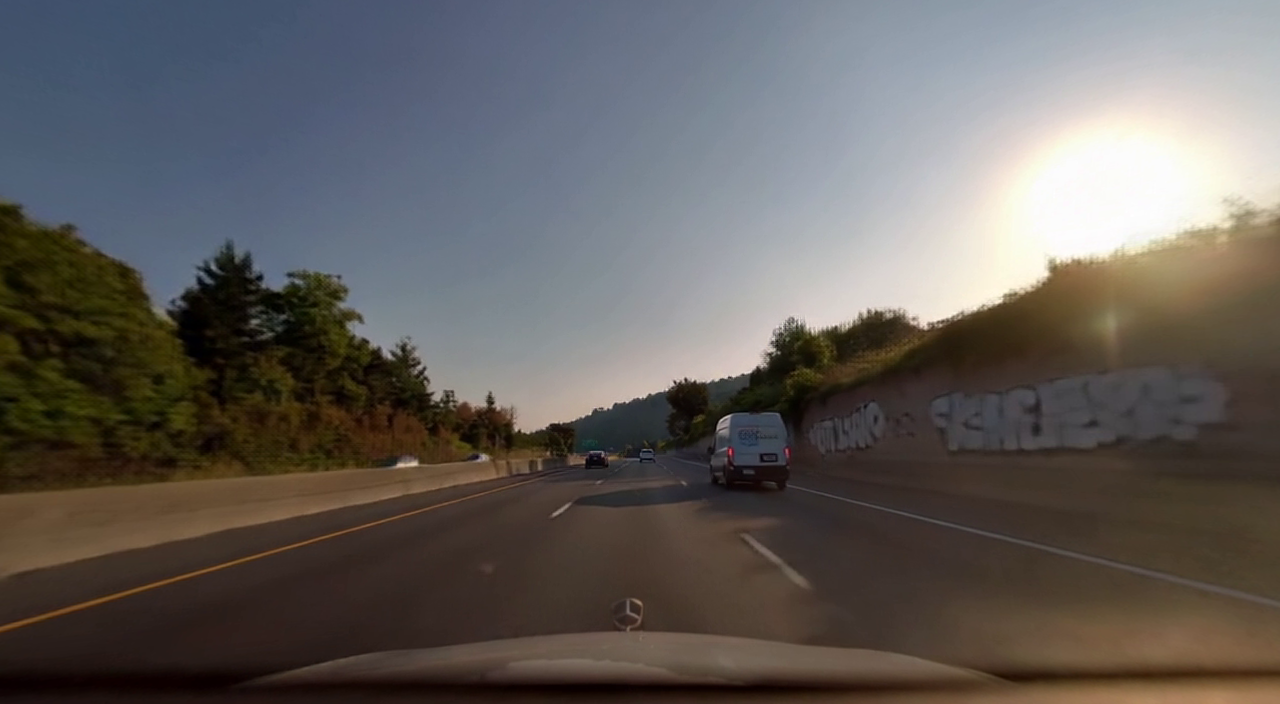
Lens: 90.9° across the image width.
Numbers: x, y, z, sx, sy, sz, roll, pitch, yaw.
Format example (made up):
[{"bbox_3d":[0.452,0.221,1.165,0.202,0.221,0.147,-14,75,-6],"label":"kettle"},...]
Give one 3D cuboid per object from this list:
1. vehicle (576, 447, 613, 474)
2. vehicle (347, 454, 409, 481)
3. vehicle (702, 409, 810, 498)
[{"bbox_3d":[-2.854,6.978,40.636,1.964,1.618,4.489,0,-9,1],"label":"vehicle"},{"bbox_3d":[-15.638,6.900,37.846,1.795,1.502,4.437,0,-9,0],"label":"vehicle"},{"bbox_3d":[3.673,3.417,21.320,2.469,2.591,5.653,0,-9,-1],"label":"vehicle"}]
